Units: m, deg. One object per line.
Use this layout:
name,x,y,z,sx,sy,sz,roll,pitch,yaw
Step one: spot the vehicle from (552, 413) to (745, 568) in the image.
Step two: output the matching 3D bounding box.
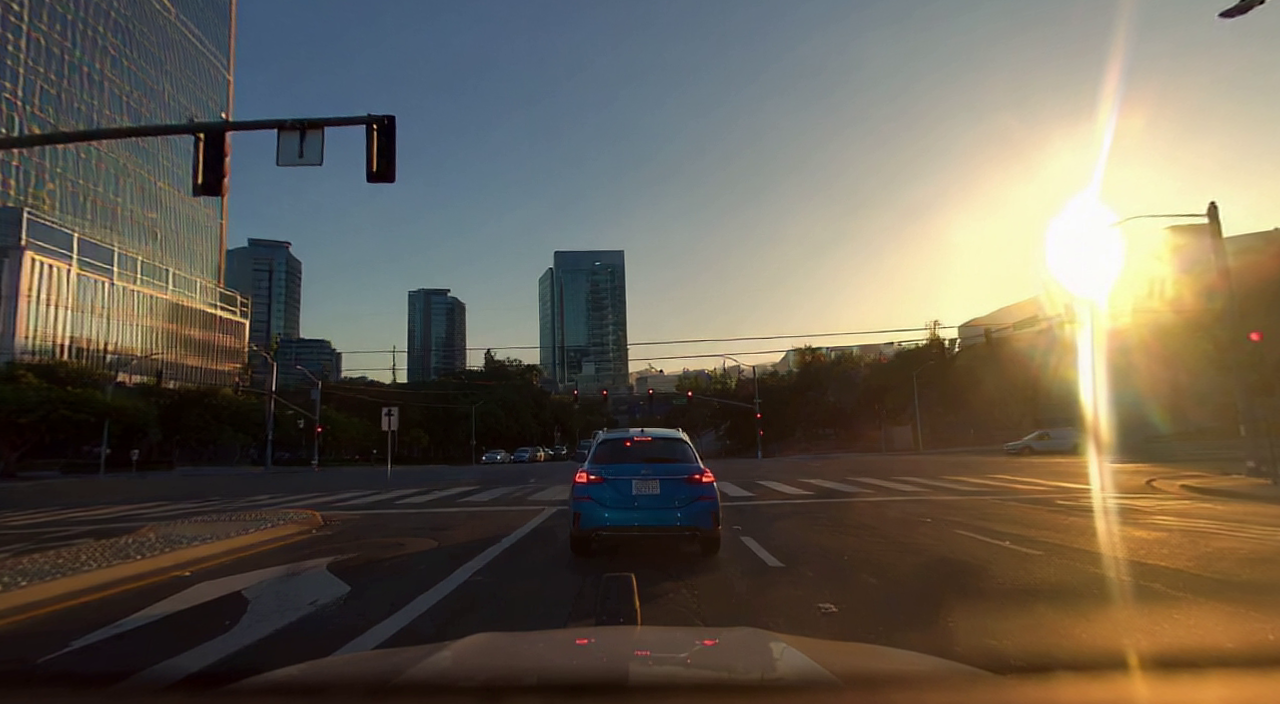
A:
vehicle,0.052,1.756,8.708,2.027,1.626,3.942,0,-8,-1
